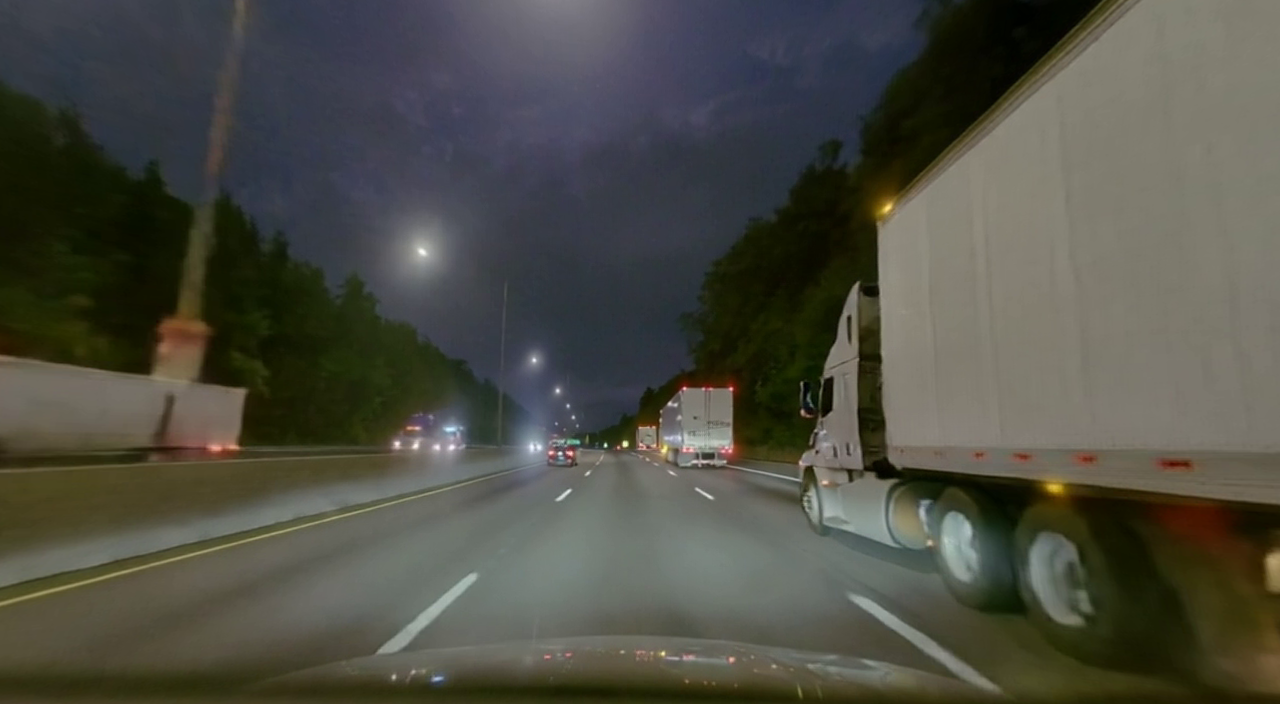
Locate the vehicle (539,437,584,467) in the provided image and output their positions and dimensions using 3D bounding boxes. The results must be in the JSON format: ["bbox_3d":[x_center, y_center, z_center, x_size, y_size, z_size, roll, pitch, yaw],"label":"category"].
[{"bbox_3d":[-4.549,5.877,37.050,2.206,1.644,4.027,0,-8,-1],"label":"vehicle"}]

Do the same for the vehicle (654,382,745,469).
[{"bbox_3d":[2.877,4.337,35.793,3.116,3.992,13.748,0,-8,-3],"label":"vehicle"}]

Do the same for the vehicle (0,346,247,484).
[{"bbox_3d":[-20.829,2.634,23.878,3.204,4.048,14.112,0,-8,-2],"label":"vehicle"}]
